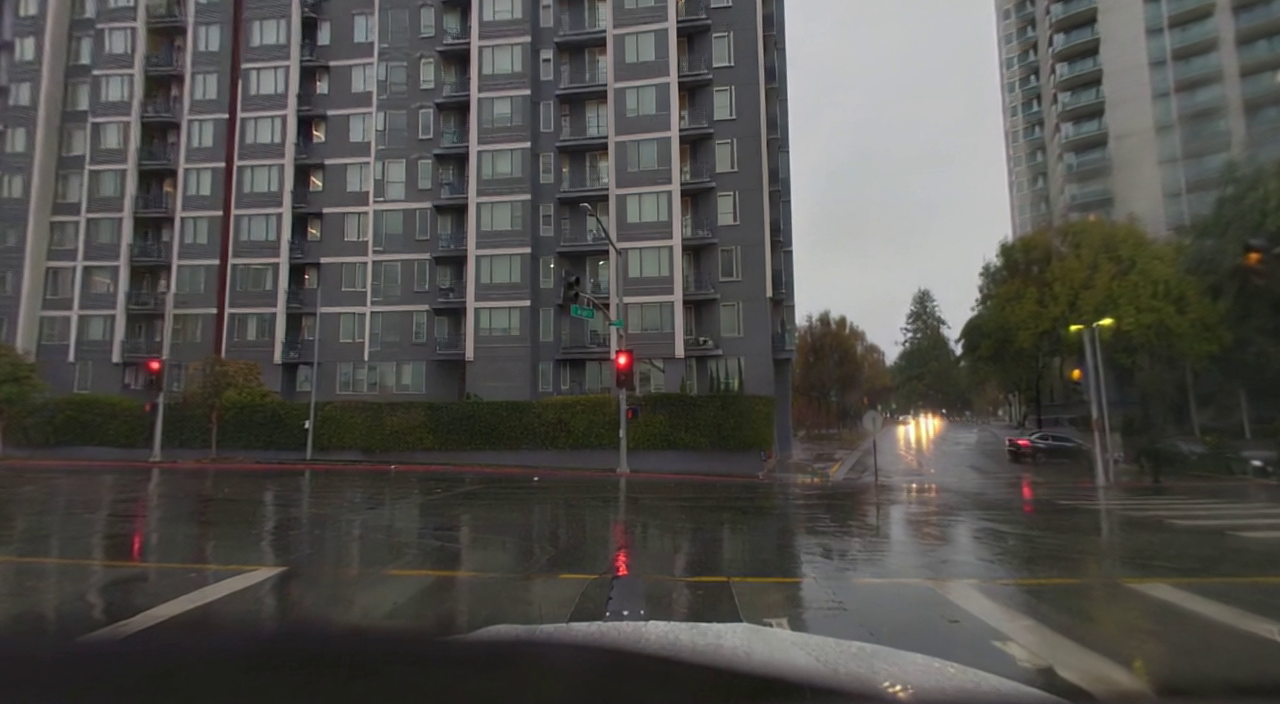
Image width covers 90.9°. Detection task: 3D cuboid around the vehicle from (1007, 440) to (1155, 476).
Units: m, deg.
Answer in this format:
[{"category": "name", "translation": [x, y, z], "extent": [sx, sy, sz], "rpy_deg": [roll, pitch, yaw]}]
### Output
[{"category": "vehicle", "translation": [18.554, 4.470, 26.695], "extent": [4.823, 1.458, 1.914], "rpy_deg": [0, -9, -1]}]
